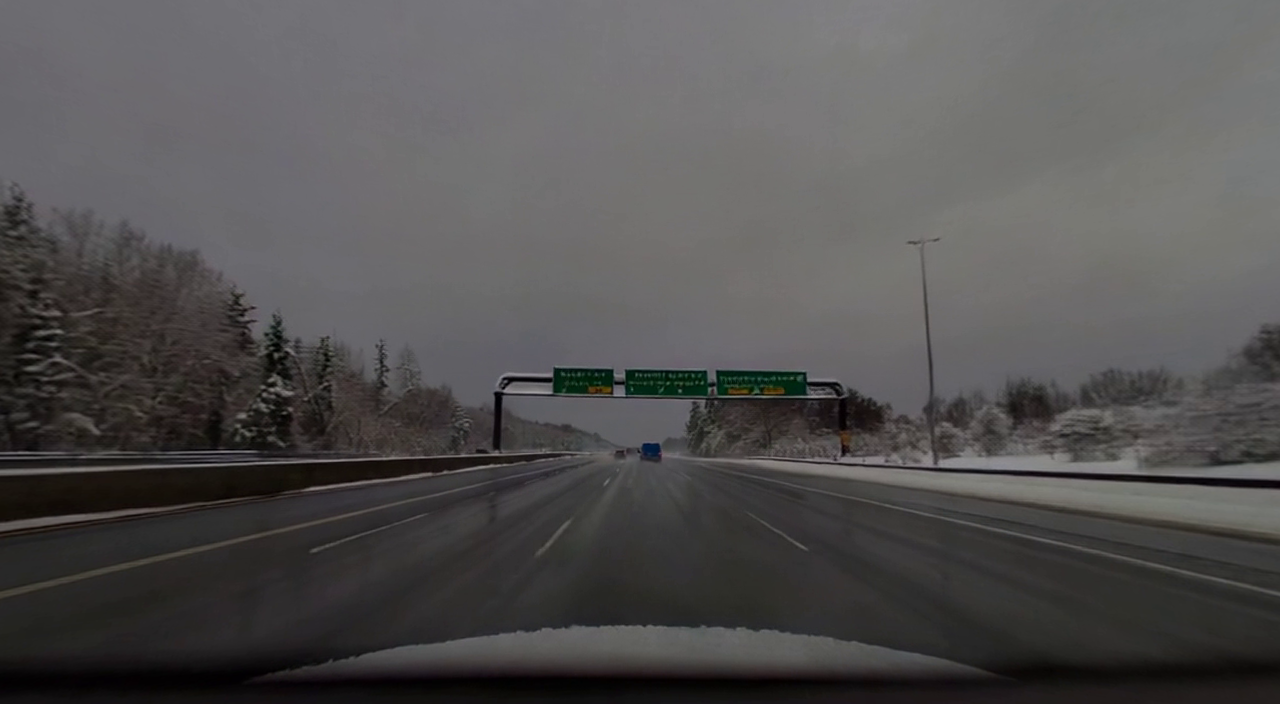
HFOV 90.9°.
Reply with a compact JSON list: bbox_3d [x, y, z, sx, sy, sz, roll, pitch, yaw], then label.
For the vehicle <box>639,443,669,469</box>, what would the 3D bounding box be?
[{"bbox_3d":[1.073,8.117,49.513,2.219,1.927,4.409,0,-9,0],"label":"vehicle"}]
